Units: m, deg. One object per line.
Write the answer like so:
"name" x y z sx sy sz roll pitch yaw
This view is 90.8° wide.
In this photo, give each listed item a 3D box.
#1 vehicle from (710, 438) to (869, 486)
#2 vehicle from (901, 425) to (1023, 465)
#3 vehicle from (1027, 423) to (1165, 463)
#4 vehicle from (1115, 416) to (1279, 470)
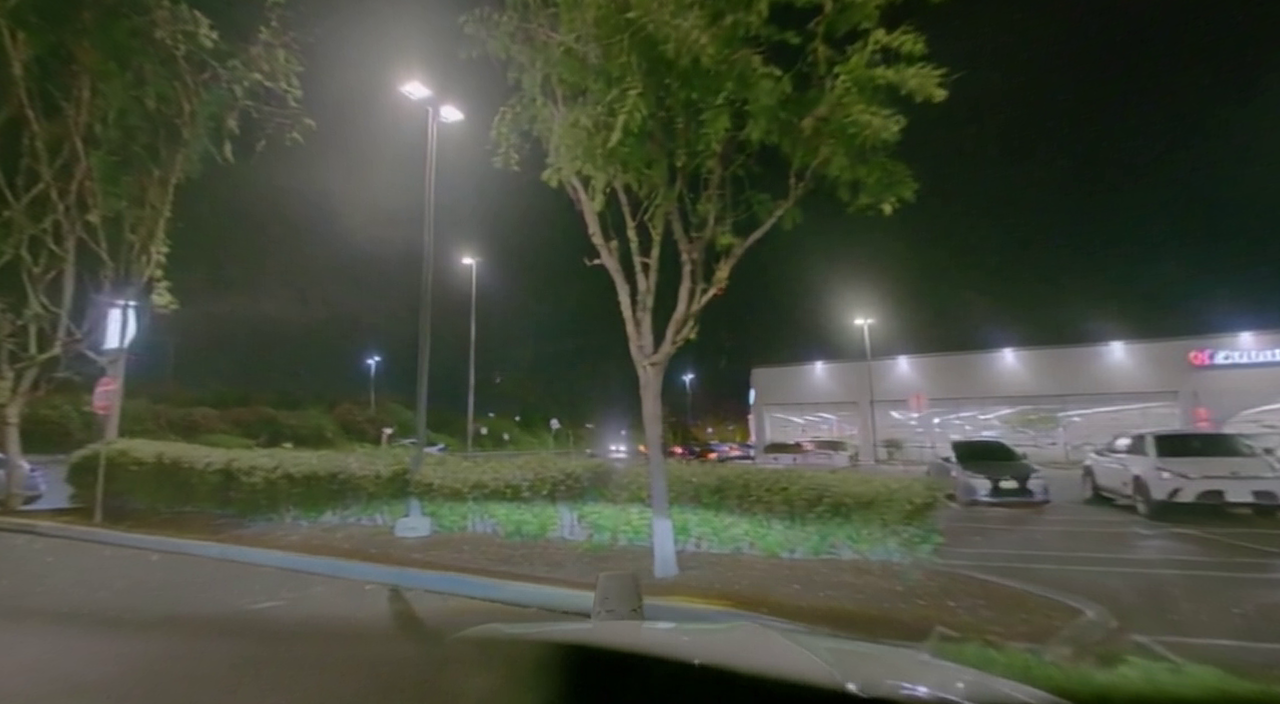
"vehicle" 4.939 3.620 21.080 4.772 1.441 1.976 -5 -9 27
"vehicle" 15.450 4.511 30.538 4.939 1.664 2.055 -6 -6 26
"vehicle" 20.199 4.077 28.274 4.666 1.634 1.816 -4 -11 25
"vehicle" 17.984 2.911 20.217 4.030 1.556 2.057 -5 -9 27
